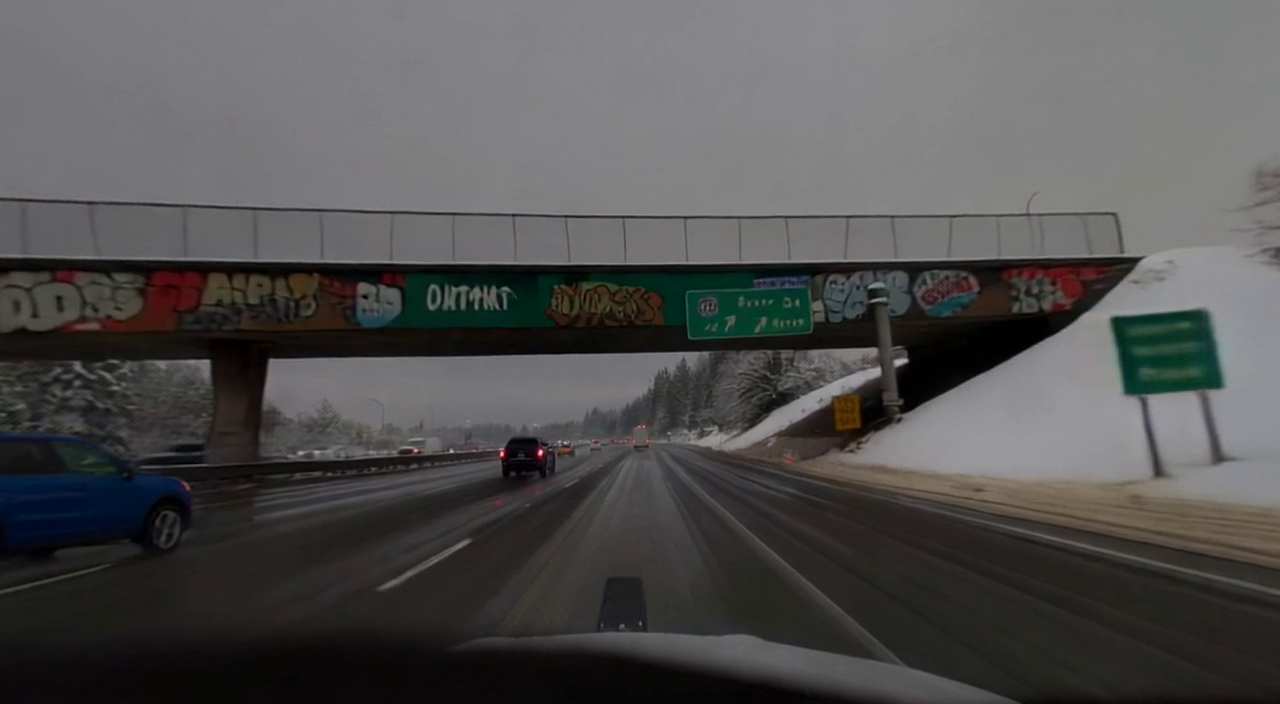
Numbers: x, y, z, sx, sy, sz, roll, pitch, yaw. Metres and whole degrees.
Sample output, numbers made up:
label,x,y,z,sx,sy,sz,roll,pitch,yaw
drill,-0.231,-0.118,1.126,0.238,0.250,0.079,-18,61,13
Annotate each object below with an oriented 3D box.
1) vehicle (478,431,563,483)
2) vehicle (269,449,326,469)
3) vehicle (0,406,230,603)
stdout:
label,x,y,z,sx,sy,sz,roll,pitch,yaw
vehicle,-4.147,3.740,22.661,2.154,1.693,4.394,0,-8,1
vehicle,-25.444,7.934,46.747,1.799,1.406,4.243,0,-8,1
vehicle,-6.372,1.413,6.210,1.969,1.633,3.962,0,-8,-1
